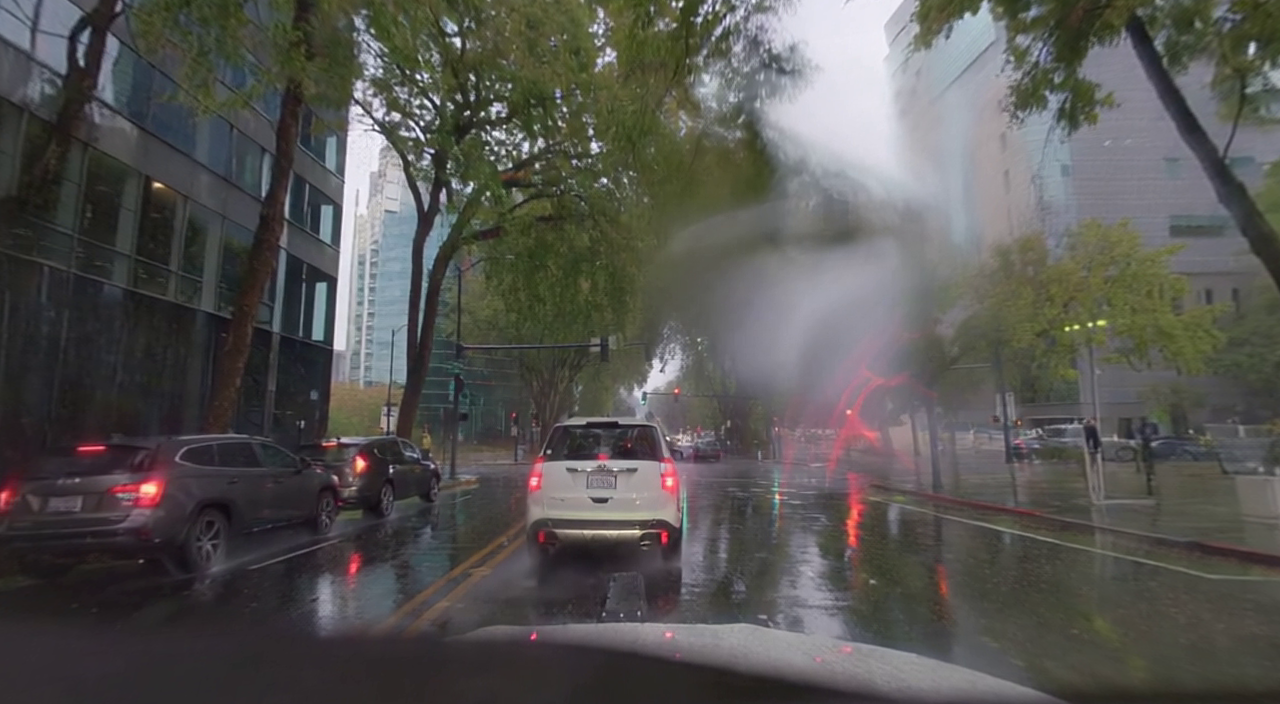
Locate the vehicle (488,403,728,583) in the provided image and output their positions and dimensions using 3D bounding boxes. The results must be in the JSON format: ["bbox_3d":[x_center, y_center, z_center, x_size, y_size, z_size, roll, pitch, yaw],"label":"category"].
[{"bbox_3d":[-0.286,1.627,8.002,2.258,1.687,3.934,0,-9,1],"label":"vehicle"}]

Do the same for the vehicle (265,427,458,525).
[{"bbox_3d":[-5.873,2.667,14.172,2.077,1.791,4.751,0,-9,1],"label":"vehicle"}]

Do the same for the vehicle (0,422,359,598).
[{"bbox_3d":[-5.751,1.877,8.475,1.904,1.684,4.529,0,-9,-1],"label":"vehicle"}]
